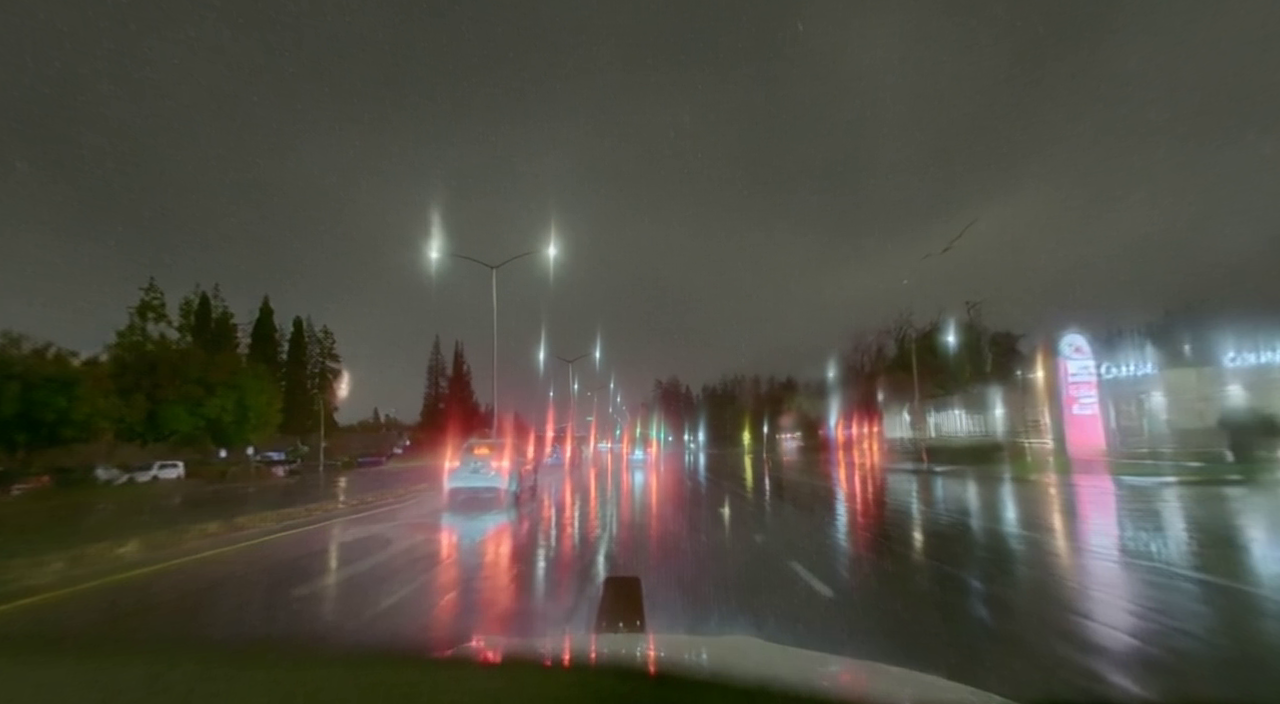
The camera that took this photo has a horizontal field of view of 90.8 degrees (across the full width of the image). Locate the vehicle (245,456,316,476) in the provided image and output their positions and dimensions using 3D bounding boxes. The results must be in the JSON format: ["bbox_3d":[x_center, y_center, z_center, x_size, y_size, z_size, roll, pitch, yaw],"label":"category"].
[{"bbox_3d":[-27.558,8.736,48.537,4.300,1.427,1.877,1,-8,-7],"label":"vehicle"}]

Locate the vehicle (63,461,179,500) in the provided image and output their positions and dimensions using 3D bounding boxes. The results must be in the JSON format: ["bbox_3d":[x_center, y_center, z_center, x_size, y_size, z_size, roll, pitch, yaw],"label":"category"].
[{"bbox_3d":[-28.720,7.085,35.078,4.586,1.682,2.003,-3,-8,-4],"label":"vehicle"}]

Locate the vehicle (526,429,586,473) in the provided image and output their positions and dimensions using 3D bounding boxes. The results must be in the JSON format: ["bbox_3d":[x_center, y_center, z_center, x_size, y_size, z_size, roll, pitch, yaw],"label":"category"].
[{"bbox_3d":[-3.517,4.251,27.267,2.046,1.751,4.208,0,-8,0],"label":"vehicle"}]

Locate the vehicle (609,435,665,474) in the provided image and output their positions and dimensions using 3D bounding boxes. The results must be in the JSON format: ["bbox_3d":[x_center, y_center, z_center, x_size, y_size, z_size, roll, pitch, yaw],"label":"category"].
[{"bbox_3d":[-0.133,4.200,26.088,2.126,1.475,3.967,0,-8,-1],"label":"vehicle"}]

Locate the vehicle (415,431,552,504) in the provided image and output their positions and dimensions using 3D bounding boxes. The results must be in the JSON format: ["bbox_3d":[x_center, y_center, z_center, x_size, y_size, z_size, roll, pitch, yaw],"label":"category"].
[{"bbox_3d":[-3.537,2.717,15.272,2.139,1.487,4.453,0,-8,1],"label":"vehicle"}]

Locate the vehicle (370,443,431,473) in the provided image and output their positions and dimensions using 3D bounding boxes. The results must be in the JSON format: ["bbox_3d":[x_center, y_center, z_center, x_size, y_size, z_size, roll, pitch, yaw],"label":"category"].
[{"bbox_3d":[-13.134,5.820,34.906,1.879,1.503,4.274,0,-8,-2],"label":"vehicle"}]

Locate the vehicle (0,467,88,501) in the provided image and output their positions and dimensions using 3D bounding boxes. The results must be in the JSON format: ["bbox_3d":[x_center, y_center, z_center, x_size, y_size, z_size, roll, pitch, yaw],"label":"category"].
[{"bbox_3d":[-29.154,6.247,29.994,4.193,1.435,1.770,0,-8,0],"label":"vehicle"}]
